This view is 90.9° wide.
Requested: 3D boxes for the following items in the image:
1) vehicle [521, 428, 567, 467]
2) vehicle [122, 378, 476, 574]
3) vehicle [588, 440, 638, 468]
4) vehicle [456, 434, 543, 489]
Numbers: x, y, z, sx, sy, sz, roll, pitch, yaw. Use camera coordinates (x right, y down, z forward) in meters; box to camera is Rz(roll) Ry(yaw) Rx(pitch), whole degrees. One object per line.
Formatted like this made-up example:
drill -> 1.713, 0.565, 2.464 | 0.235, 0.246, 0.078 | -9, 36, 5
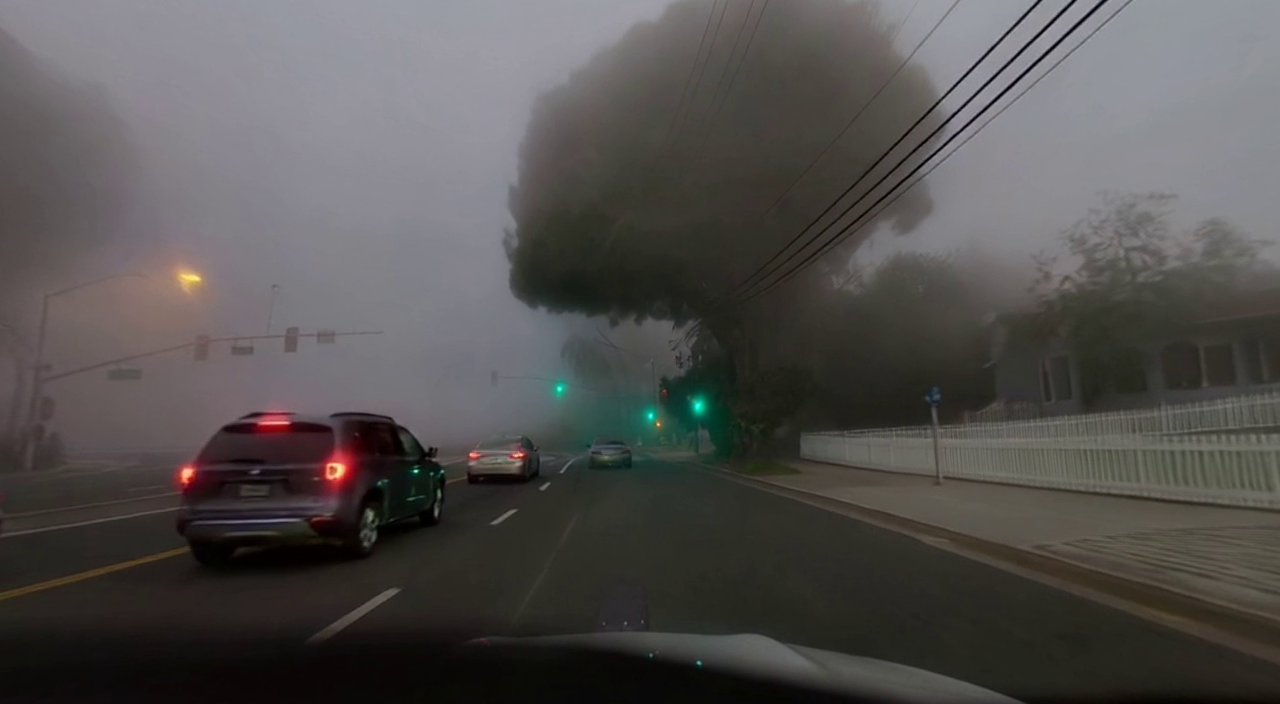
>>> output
vehicle -> -5.007, 5.006, 33.369 | 2.032, 1.852, 4.571 | -1, -8, -4
vehicle -> -3.998, 1.556, 8.719 | 2.144, 1.877, 4.899 | -1, -8, 0
vehicle -> -1.356, 4.768, 29.761 | 2.131, 1.222, 3.868 | 0, -8, -6
vehicle -> -4.077, 3.221, 18.947 | 1.709, 1.425, 4.337 | -1, -8, -1
